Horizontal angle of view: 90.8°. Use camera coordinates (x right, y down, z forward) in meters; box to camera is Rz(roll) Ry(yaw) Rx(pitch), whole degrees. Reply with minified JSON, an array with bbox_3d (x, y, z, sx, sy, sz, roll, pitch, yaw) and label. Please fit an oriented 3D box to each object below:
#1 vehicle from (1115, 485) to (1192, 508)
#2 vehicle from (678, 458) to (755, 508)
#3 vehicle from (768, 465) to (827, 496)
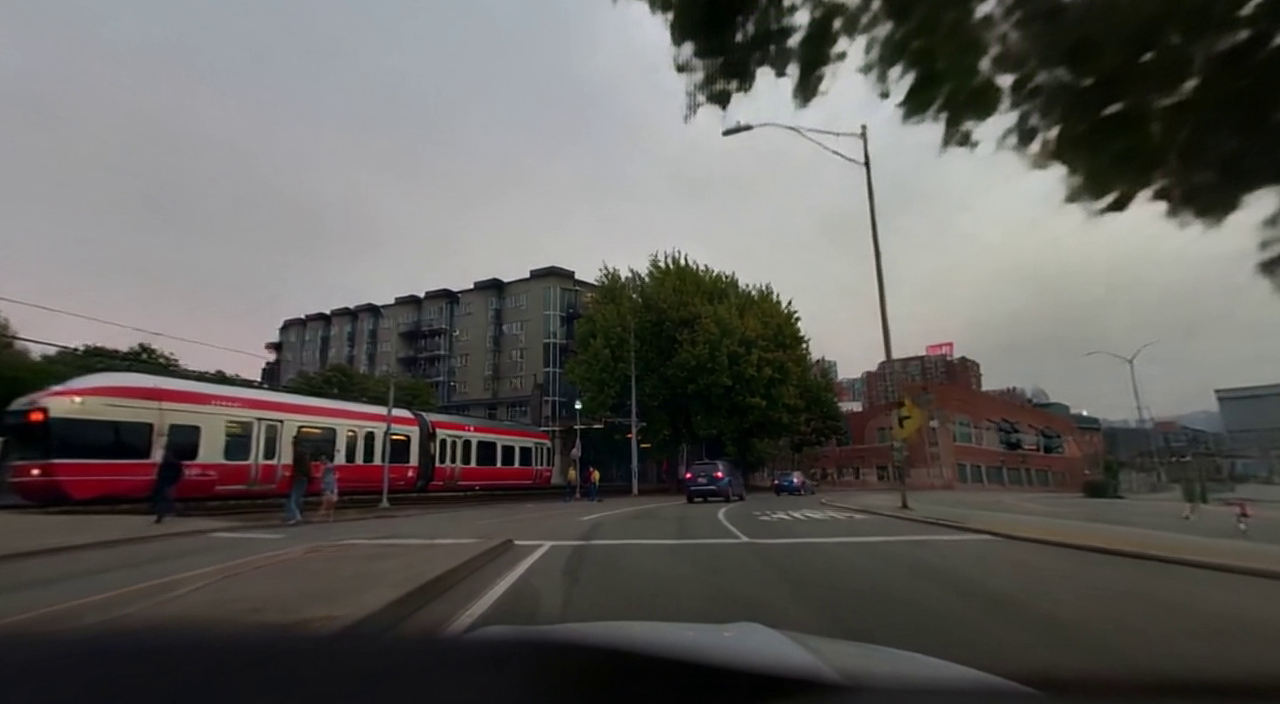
[{"bbox_3d":[37.785,10.600,46.558,3.934,1.480,1.728,-4,-9,19],"label":"vehicle"},{"bbox_3d":[3.160,5.165,25.298,2.263,1.765,4.237,-3,-10,17],"label":"vehicle"},{"bbox_3d":[9.748,7.865,38.910,2.010,1.725,4.320,-7,-11,34],"label":"vehicle"}]
